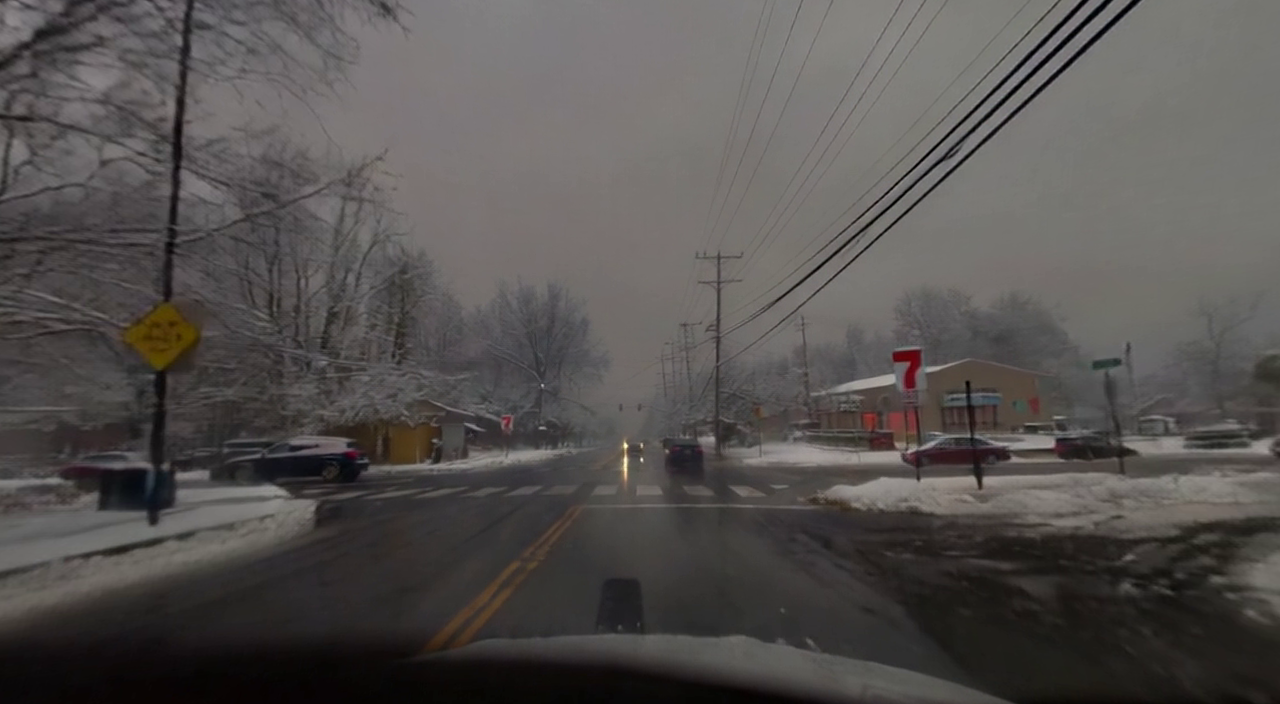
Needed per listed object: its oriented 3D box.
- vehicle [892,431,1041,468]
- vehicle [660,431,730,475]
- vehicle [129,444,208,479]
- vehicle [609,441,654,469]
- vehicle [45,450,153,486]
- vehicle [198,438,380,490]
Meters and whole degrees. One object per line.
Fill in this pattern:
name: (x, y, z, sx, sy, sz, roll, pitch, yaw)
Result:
vehicle: (13.035, 3.933, 25.468, 4.872, 1.400, 1.955, -1, -8, 3)
vehicle: (2.499, 4.799, 30.293, 2.553, 1.868, 5.536, 0, -8, -3)
vehicle: (-30.287, 7.002, 40.767, 2.087, 2.103, 4.490, 1, -8, -8)
vehicle: (-0.514, 5.566, 34.383, 1.874, 1.427, 3.976, 1, -9, -9)
vehicle: (-29.218, 6.249, 34.356, 2.085, 1.763, 4.658, 1, -8, -6)
vehicle: (-13.817, 4.428, 25.249, 5.866, 1.904, 2.197, 1, -8, -6)
